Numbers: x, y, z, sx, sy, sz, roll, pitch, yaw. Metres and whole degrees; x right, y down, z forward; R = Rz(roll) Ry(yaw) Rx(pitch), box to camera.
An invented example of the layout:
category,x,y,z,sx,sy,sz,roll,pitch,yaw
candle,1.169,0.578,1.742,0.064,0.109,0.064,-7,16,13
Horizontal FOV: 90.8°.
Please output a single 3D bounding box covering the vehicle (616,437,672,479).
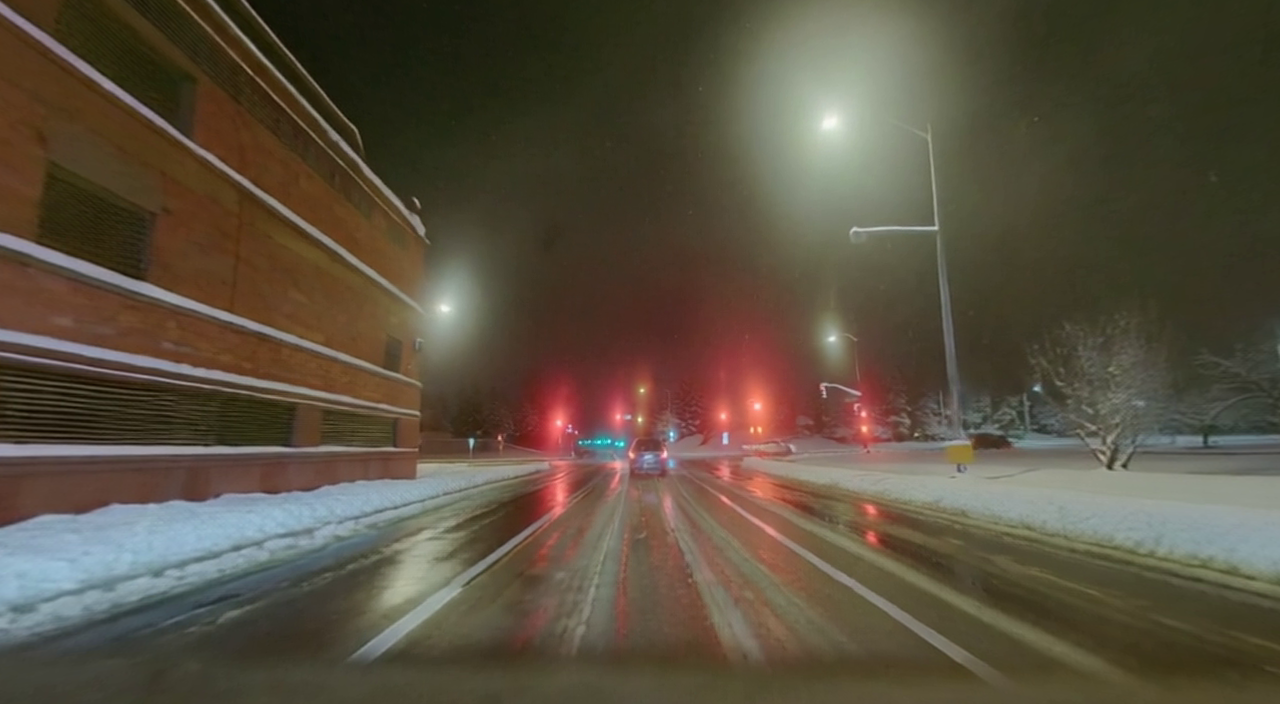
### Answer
category,x,y,z,sx,sy,sz,roll,pitch,yaw
vehicle,0.165,4.506,27.151,2.218,1.657,4.551,0,-8,0
